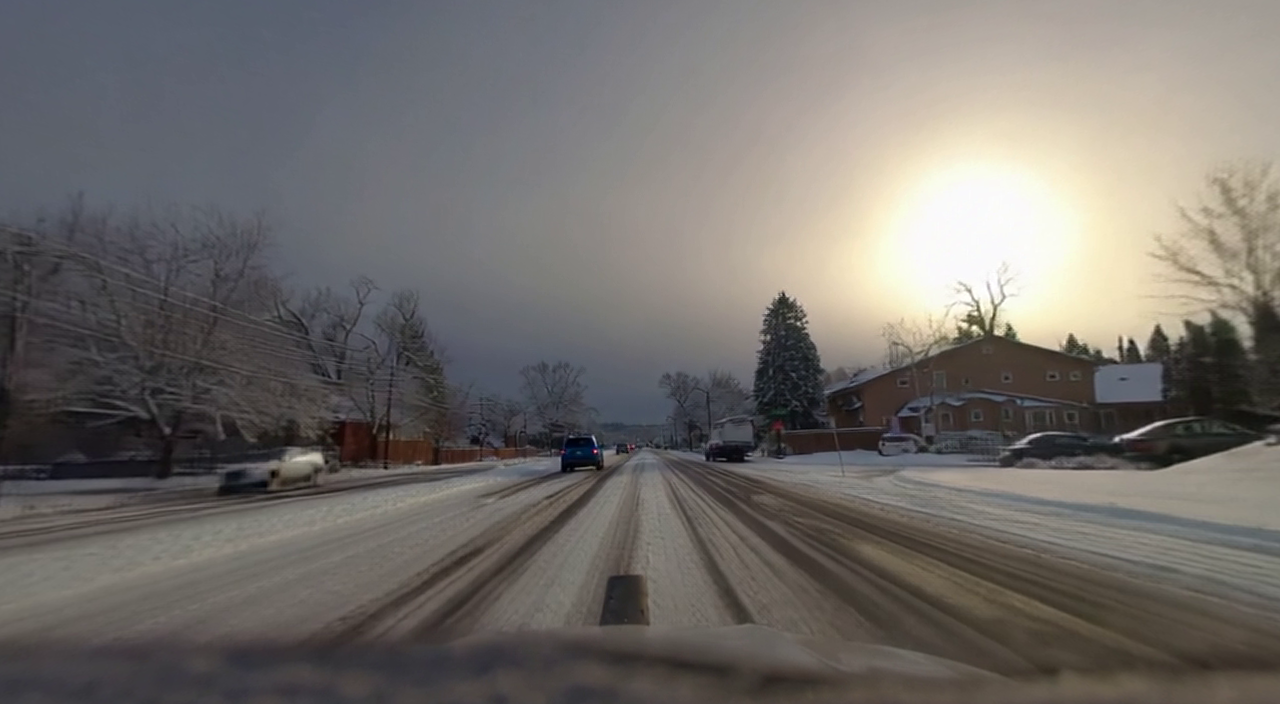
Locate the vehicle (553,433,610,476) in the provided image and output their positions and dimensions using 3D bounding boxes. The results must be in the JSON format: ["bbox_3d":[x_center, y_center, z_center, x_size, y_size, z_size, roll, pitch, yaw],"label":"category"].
[{"bbox_3d":[-2.714,4.880,30.258,2.179,1.851,4.756,0,-8,1],"label":"vehicle"}]

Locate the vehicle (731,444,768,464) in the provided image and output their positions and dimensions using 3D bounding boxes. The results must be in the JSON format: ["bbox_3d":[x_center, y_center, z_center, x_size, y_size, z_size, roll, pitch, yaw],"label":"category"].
[{"bbox_3d":[8.329,7.784,48.327,1.976,1.445,4.909,0,-8,0],"label":"vehicle"}]

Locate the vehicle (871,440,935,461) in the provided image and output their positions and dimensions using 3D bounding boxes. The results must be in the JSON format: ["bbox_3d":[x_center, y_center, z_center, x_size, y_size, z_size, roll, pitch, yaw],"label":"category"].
[{"bbox_3d":[19.891,7.448,47.862,1.864,1.523,4.176,5,-10,-29],"label":"vehicle"}]

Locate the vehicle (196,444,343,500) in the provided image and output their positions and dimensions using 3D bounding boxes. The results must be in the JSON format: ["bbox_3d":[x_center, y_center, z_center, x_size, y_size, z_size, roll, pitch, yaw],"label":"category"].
[{"bbox_3d":[-12.643,4.074,21.984,2.210,1.720,4.800,0,-8,0],"label":"vehicle"}]
